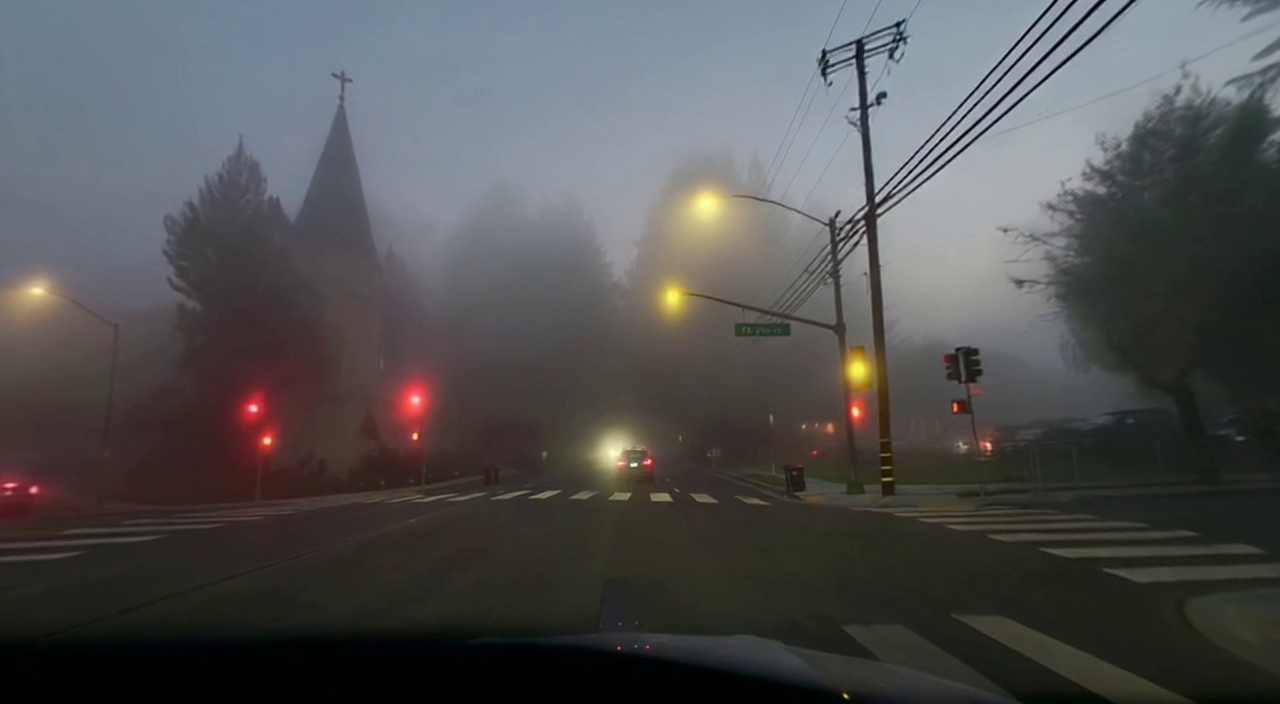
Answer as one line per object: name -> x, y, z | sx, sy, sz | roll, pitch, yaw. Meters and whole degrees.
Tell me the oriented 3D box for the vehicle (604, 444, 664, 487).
vehicle -> -0.238, 4.296, 24.178 | 2.093, 1.497, 4.010 | 0, -9, -1
